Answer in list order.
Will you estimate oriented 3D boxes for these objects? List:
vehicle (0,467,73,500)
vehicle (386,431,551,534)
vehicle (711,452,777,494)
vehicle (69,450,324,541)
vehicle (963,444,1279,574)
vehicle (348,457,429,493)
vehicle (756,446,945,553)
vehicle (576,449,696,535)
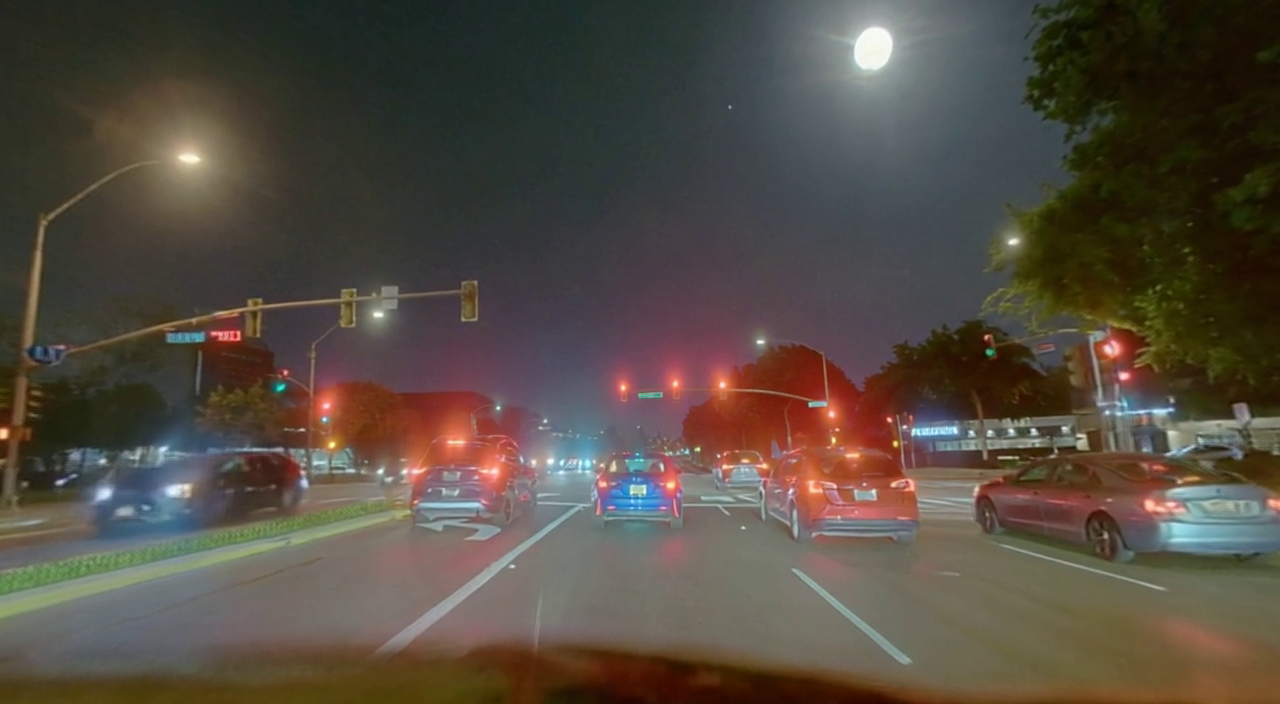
[{"bbox_3d":[-34.665,7.271,35.024,4.238,1.671,1.898,2,-10,-13],"label":"vehicle"},{"bbox_3d":[-3.445,2.733,13.968,2.160,1.823,5.115,0,-9,1],"label":"vehicle"},{"bbox_3d":[4.047,4.760,25.257,1.888,1.472,4.528,0,-9,1],"label":"vehicle"},{"bbox_3d":[-8.592,2.767,12.892,1.976,1.499,4.355,0,-9,1],"label":"vehicle"},{"bbox_3d":[7.264,2.213,9.829,2.004,1.508,4.646,0,-9,0],"label":"vehicle"},{"bbox_3d":[-11.768,5.757,29.921,1.912,1.477,4.398,0,-9,2],"label":"vehicle"},{"bbox_3d":[3.405,2.437,11.192,2.020,1.513,4.120,0,-9,2],"label":"vehicle"},{"bbox_3d":[-0.054,2.759,13.084,2.098,1.477,3.897,0,-9,1],"label":"vehicle"}]
